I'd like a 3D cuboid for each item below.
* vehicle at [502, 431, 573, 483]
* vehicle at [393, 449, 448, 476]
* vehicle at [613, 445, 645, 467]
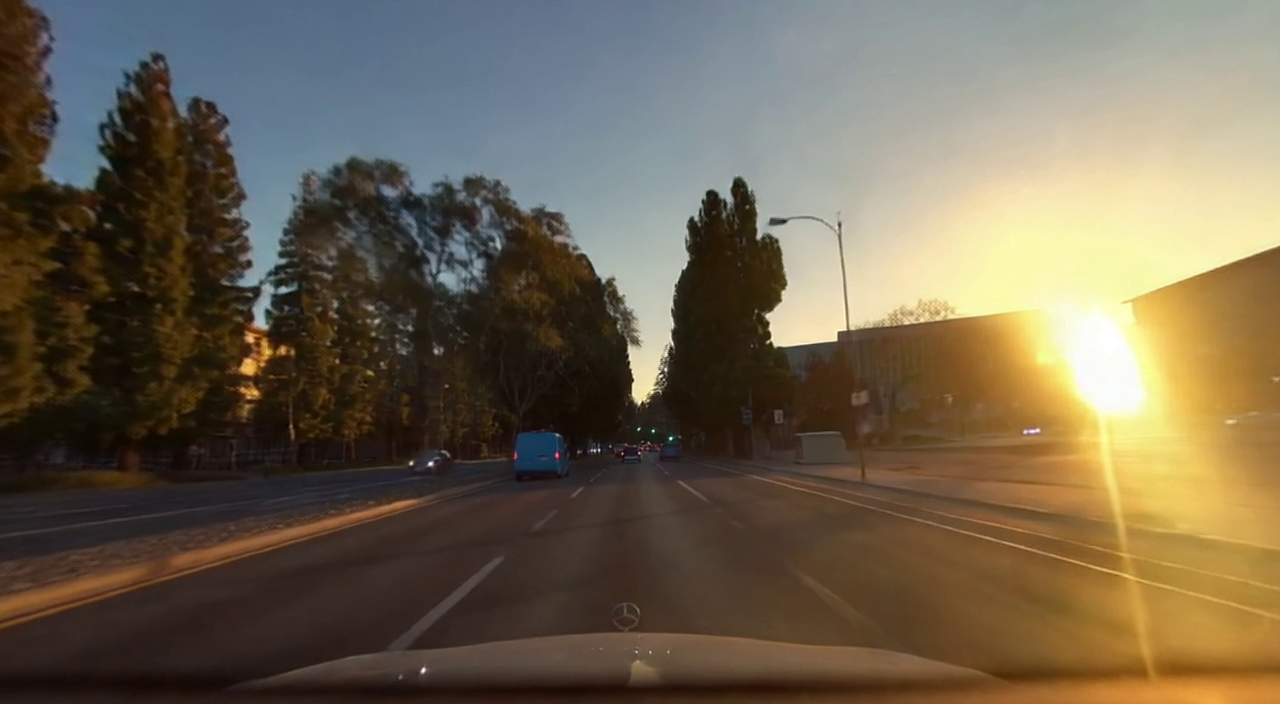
[{"bbox_3d":[-3.980,4.157,25.343,2.075,1.863,4.744,0,-9,-1],"label":"vehicle"},{"bbox_3d":[-13.417,6.743,38.906,2.060,1.506,4.827,0,-8,-6],"label":"vehicle"},{"bbox_3d":[-0.778,7.062,43.136,2.039,1.455,3.826,0,-8,-2],"label":"vehicle"}]
